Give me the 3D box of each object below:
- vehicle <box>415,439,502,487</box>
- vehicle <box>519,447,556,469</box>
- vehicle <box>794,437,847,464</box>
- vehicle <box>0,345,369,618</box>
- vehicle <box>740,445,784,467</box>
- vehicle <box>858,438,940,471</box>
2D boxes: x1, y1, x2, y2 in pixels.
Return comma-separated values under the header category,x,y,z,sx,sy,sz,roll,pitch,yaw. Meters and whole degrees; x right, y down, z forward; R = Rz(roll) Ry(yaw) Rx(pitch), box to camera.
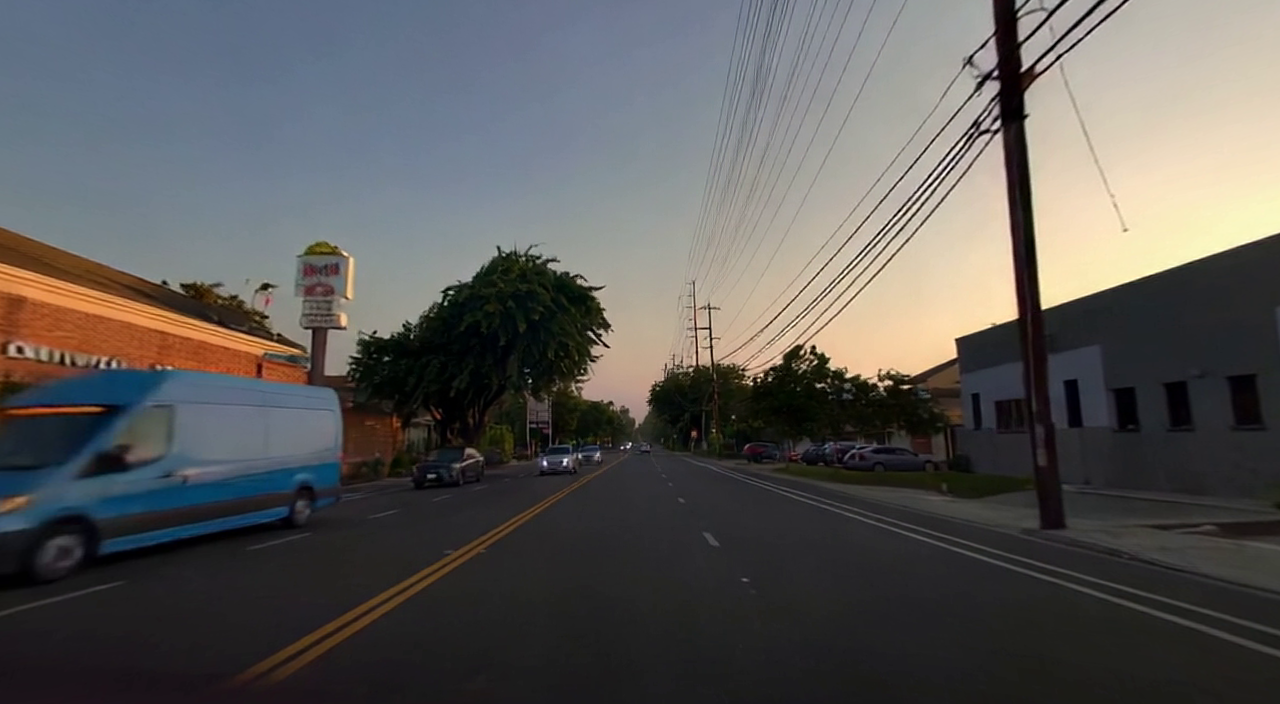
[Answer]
category,x,y,z,sx,sy,sz,roll,pitch,yaw
vehicle,-7.259,4.451,25.678,2.242,1.741,4.519,0,-8,-1
vehicle,-7.242,7.478,44.801,1.877,1.445,4.429,-1,-8,0
vehicle,12.671,6.941,44.464,2.051,1.811,5.330,0,-8,-1
vehicle,-6.928,1.599,8.600,2.909,2.362,7.390,-1,-8,2
vehicle,8.264,7.055,42.962,1.869,1.428,4.250,0,-8,-5
vehicle,13.015,5.184,32.006,2.143,1.518,4.893,0,-8,0
